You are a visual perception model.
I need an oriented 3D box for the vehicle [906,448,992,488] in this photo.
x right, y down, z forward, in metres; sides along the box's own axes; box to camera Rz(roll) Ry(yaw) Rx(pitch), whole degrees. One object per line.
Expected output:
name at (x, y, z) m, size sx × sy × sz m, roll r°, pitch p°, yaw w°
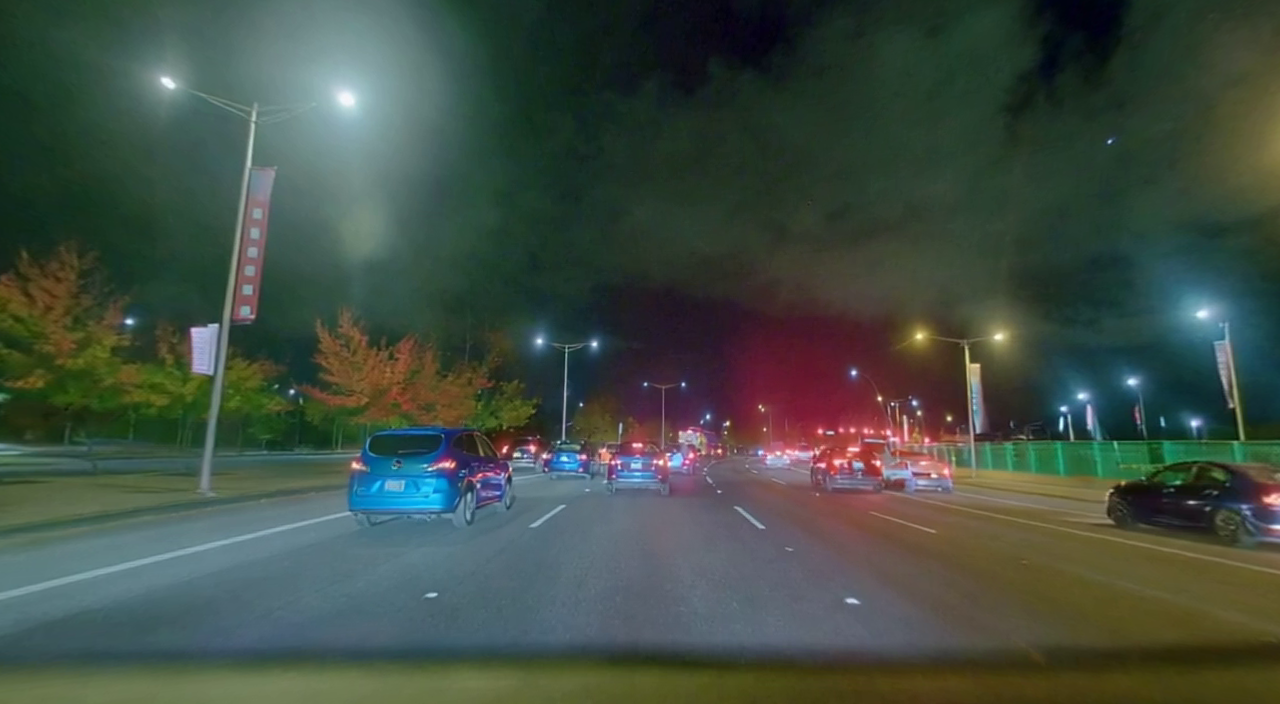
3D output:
vehicle at (14.929, 5.600, 30.732) m, size 2.087 × 1.745 × 4.673 m, roll 0°, pitch -9°, yaw 4°

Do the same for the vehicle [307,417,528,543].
vehicle at (-3.359, 2.031, 10.590) m, size 1.988 × 1.635 × 4.260 m, roll 0°, pitch -9°, yaw 2°

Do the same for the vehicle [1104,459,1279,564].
vehicle at (10.386, 2.639, 10.900) m, size 1.749 × 1.481 × 3.808 m, roll 1°, pitch -9°, yaw 0°

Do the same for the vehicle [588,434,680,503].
vehicle at (-0.053, 2.963, 16.411) m, size 2.090 × 1.506 × 4.276 m, roll 0°, pitch -9°, yaw 2°

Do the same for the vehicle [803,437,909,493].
vehicle at (6.644, 3.506, 19.930) m, size 1.944 × 1.544 × 4.301 m, roll 0°, pitch -9°, yaw 1°

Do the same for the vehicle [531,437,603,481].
vehicle at (-2.782, 4.202, 25.059) m, size 1.974 × 1.549 × 4.603 m, roll 0°, pitch -9°, yaw 5°

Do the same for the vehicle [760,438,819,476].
vehicle at (7.403, 5.229, 31.613) m, size 2.017 × 1.746 × 4.727 m, roll 0°, pitch -9°, yaw 3°
